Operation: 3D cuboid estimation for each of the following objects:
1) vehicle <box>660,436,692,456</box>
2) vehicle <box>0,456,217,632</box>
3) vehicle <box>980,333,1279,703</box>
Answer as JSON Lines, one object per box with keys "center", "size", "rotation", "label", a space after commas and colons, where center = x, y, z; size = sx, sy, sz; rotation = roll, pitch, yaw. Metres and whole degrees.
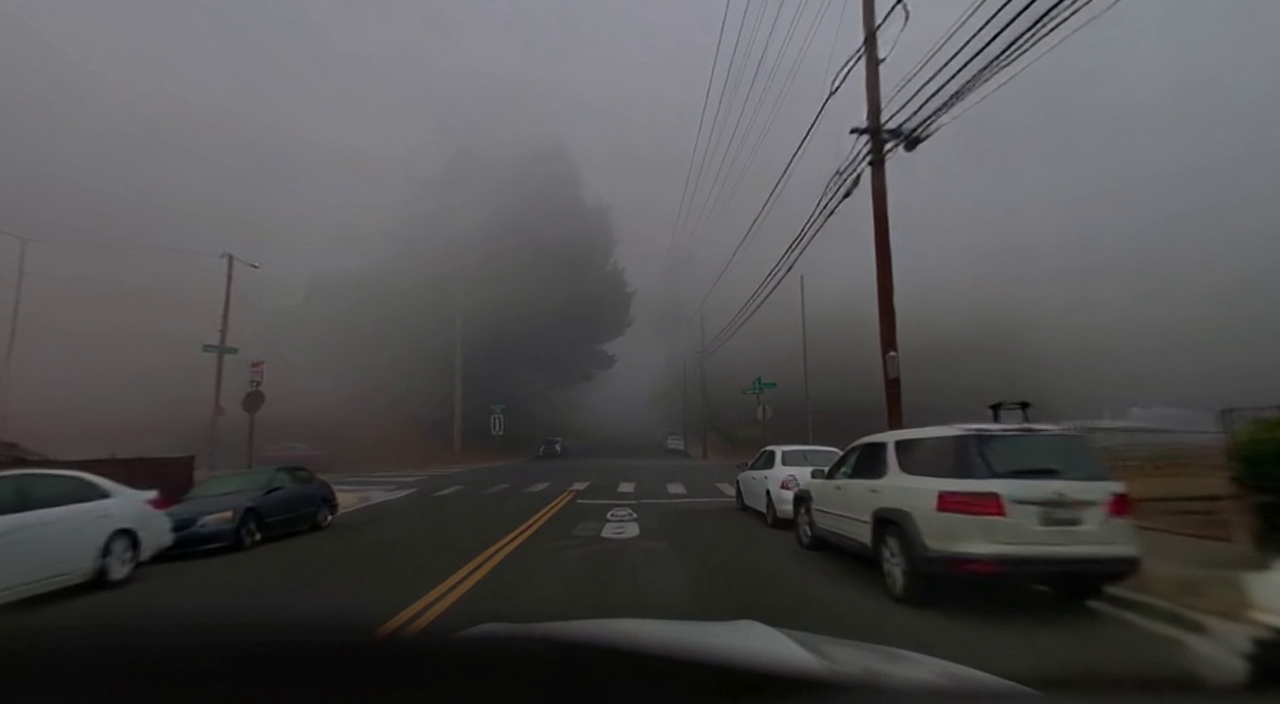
{"center": [2.798, 7.442, 49.871], "size": [2.120, 1.487, 4.360], "rotation": [0, -9, -3], "label": "vehicle"}
{"center": [-6.532, 1.751, 5.985], "size": [2.098, 1.454, 4.449], "rotation": [0, -9, -3], "label": "vehicle"}
{"center": [3.209, 0.674, 1.183], "size": [2.086, 1.759, 5.461], "rotation": [0, -9, 0], "label": "vehicle"}
